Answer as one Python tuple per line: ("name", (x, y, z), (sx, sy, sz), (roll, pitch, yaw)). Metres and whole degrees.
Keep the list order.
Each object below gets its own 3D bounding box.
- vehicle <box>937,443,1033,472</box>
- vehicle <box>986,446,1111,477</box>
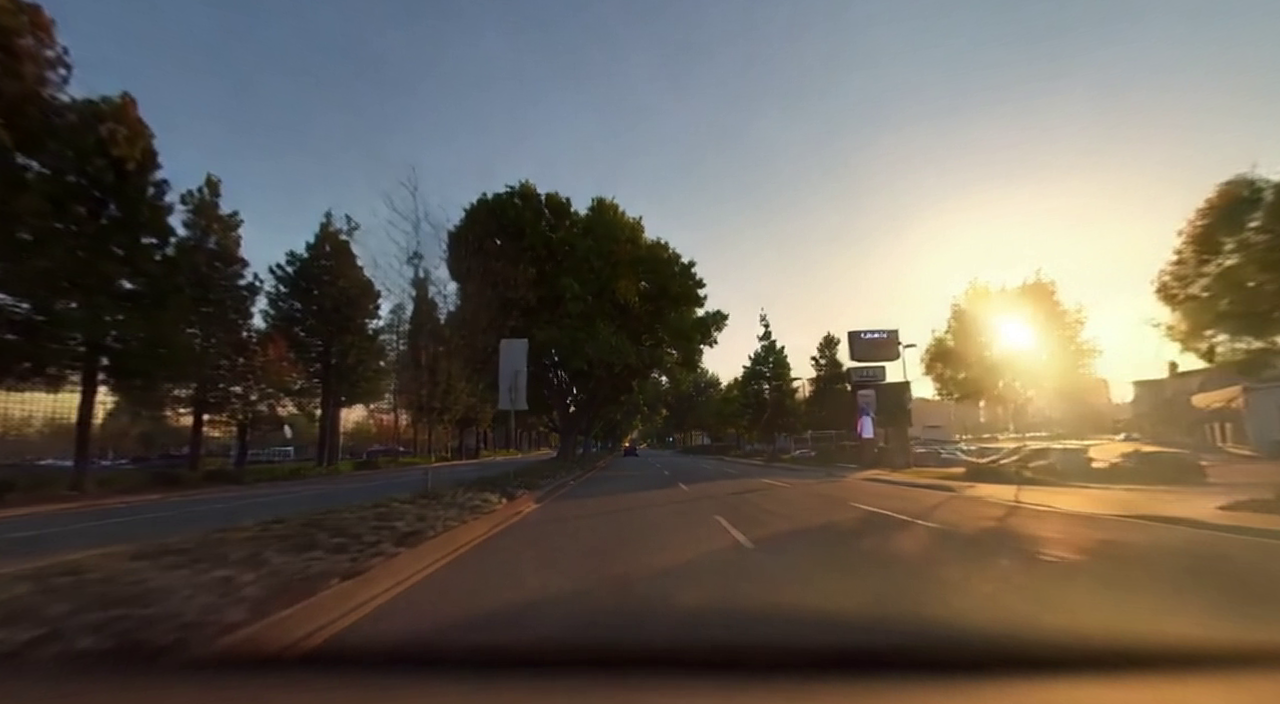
("vehicle", (20.049, 6.147, 36.833), (4.407, 1.616, 1.929), (0, -9, 1))
("vehicle", (20.145, 5.396, 31.270), (4.805, 1.473, 2.046), (0, -9, -3))
